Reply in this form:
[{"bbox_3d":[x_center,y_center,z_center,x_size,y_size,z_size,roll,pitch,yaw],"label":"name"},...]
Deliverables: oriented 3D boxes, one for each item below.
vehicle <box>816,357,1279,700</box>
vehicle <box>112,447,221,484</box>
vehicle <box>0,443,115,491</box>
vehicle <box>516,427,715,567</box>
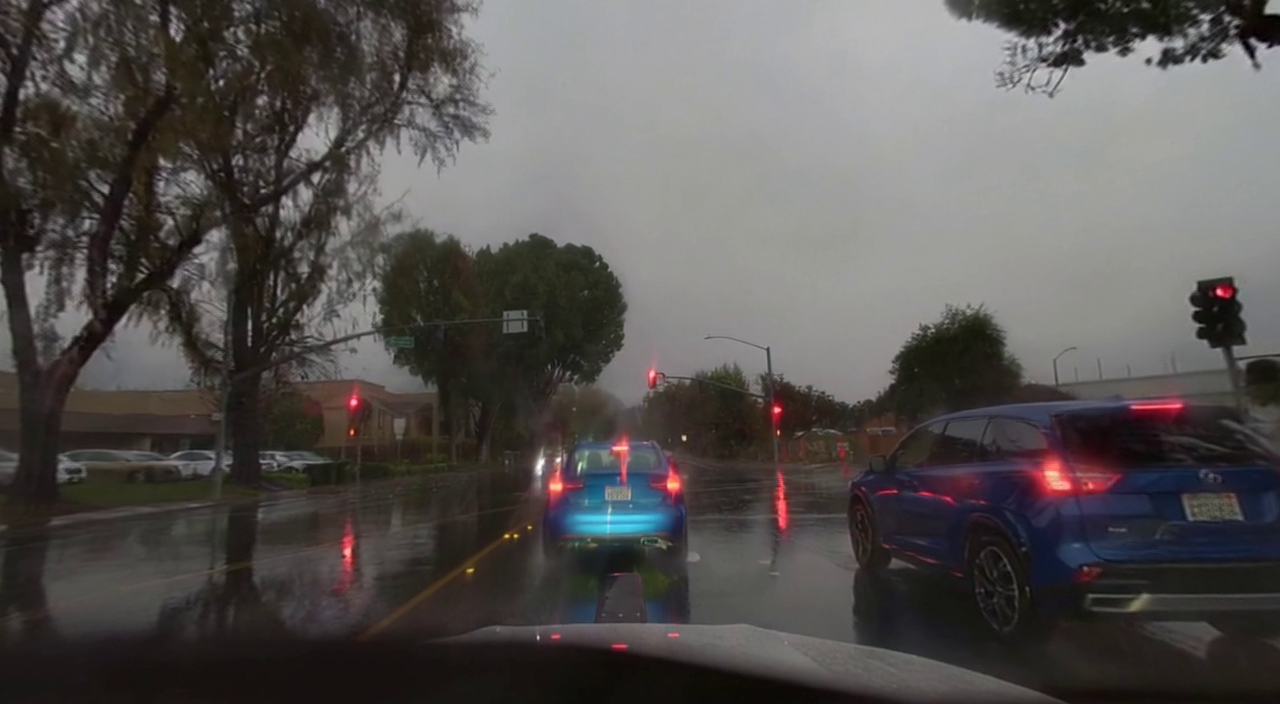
[{"bbox_3d":[3.197,1.226,5.518,2.046,1.768,4.370,0,-9,0],"label":"vehicle"},{"bbox_3d":[-28.581,6.825,38.388,4.943,2.110,2.217,5,-10,-32],"label":"vehicle"},{"bbox_3d":[-28.454,5.379,29.850,5.119,2.119,2.199,5,-10,-31],"label":"vehicle"},{"bbox_3d":[-0.302,1.951,9.364,2.177,1.512,4.682,0,-8,-1],"label":"vehicle"}]
